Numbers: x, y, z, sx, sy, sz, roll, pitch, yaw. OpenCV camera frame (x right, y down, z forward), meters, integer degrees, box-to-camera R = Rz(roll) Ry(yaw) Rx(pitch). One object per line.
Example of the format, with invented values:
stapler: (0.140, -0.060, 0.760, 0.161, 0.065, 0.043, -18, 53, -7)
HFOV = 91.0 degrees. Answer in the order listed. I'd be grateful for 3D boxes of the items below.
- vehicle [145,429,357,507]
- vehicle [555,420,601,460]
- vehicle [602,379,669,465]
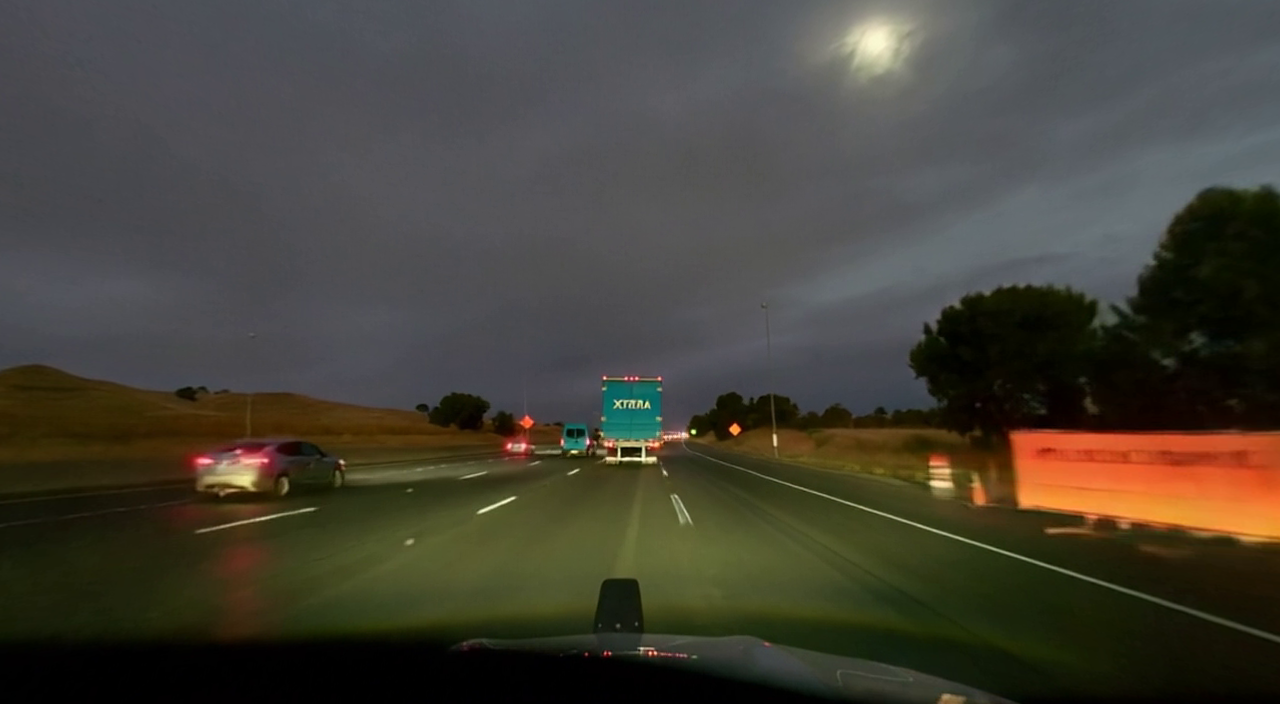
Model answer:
vehicle: (-8.683, 2.622, 14.691, 1.915, 1.506, 4.594, 0, -8, 2)
vehicle: (-4.337, 6.312, 45.076, 2.469, 2.615, 5.874, 0, -8, 2)
vehicle: (-0.193, 4.178, 34.817, 3.183, 4.011, 9.617, -1, -10, 0)
